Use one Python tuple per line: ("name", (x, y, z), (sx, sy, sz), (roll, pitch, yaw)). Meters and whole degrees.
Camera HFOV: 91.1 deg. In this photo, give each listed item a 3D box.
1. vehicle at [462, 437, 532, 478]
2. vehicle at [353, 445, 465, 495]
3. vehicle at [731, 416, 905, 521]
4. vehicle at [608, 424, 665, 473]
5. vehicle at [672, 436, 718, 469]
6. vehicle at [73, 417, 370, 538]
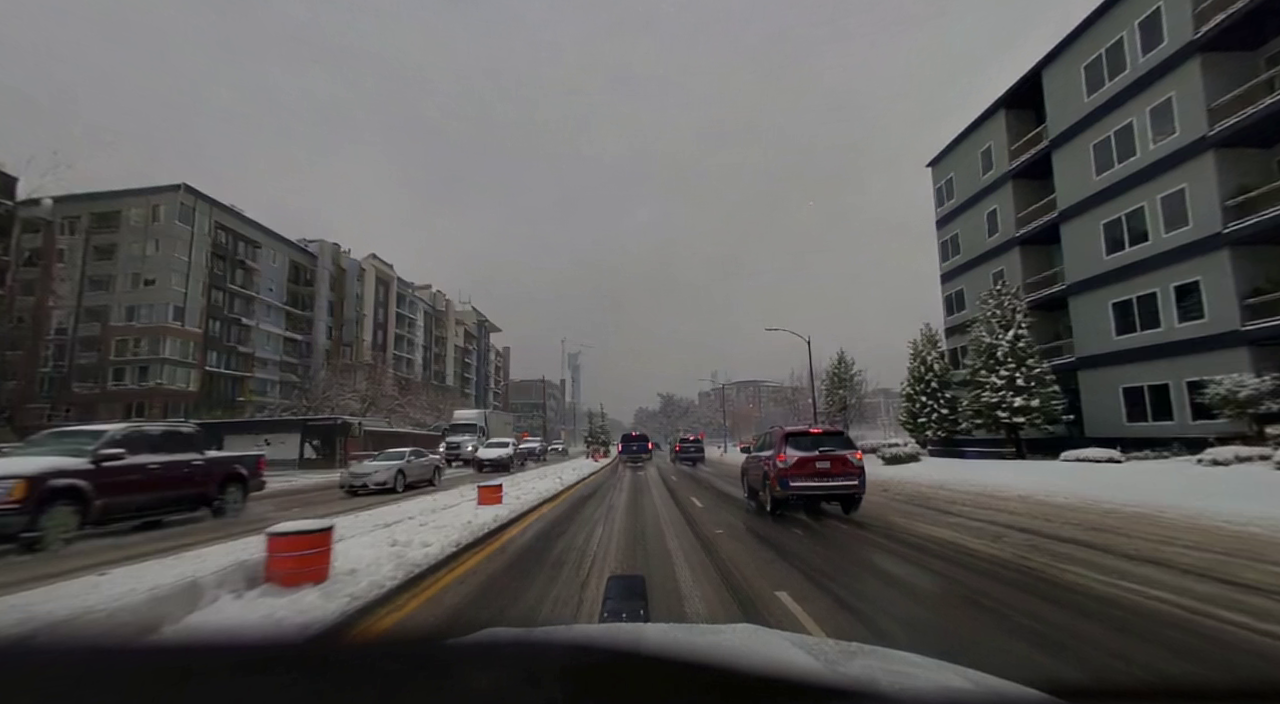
("vehicle", (-7.156, 5.312, 31.971), (2.437, 1.820, 4.827), (-2, -8, 0))
("vehicle", (-7.558, 3.876, 21.104), (1.881, 1.485, 4.522), (0, -8, 2))
("vehicle", (3.549, 2.459, 13.880), (2.120, 1.828, 5.531), (0, -8, -1))
("vehicle", (-0.240, 5.200, 33.935), (2.762, 2.309, 6.723), (0, -9, -1))
("vehicle", (3.245, 6.064, 38.122), (2.187, 1.835, 5.471), (0, -8, -1))
("vehicle", (-7.614, 2.328, 12.310), (2.448, 1.871, 4.820), (0, -8, 0))
